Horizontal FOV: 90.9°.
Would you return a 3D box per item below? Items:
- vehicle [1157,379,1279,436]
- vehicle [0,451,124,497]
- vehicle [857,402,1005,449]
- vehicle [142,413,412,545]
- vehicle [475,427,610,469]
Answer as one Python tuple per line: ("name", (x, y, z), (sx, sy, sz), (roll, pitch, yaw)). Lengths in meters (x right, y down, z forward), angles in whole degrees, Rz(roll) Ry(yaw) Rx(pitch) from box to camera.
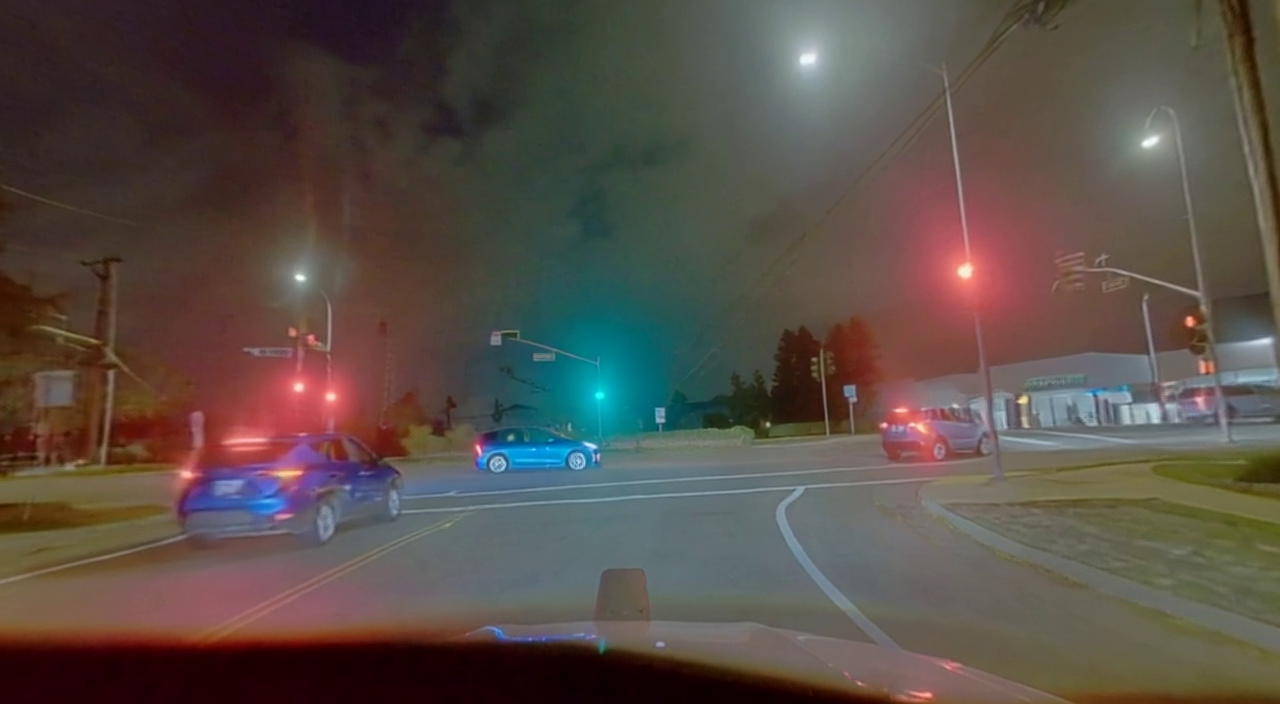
("vehicle", (23.487, 2.184, 24.412), (4.950, 2.022, 2.221), (0, -9, -4))
("vehicle", (-21.397, 4.262, 22.143), (4.610, 1.476, 2.021), (0, -9, -4))
("vehicle", (10.955, 2.825, 23.965), (4.636, 1.668, 1.935), (0, -9, -2))
("vehicle", (-5.703, 2.048, 10.810), (1.928, 1.726, 4.704), (0, -9, -2))
("vehicle", (-3.489, 3.522, 23.384), (4.757, 1.442, 1.858), (0, -7, -3))
